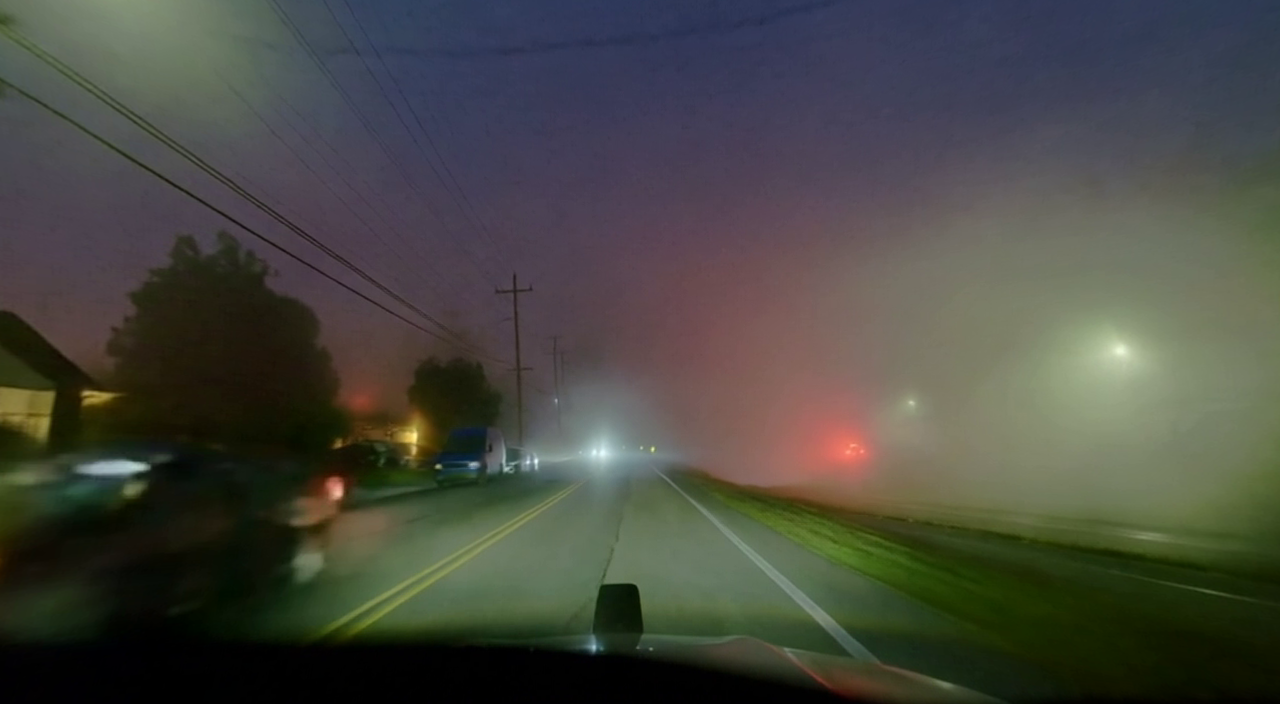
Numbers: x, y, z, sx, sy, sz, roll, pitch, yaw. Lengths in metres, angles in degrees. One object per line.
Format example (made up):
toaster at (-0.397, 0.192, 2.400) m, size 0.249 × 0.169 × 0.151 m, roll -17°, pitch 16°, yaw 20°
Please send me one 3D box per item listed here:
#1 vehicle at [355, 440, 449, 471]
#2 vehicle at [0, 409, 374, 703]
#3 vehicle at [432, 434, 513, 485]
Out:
vehicle at (-12.789, 5.590, 34.157) m, size 4.334 × 1.590 × 2.006 m, roll 2°, pitch -9°, yaw -8°
vehicle at (-3.808, 1.322, 4.883) m, size 1.796 × 1.516 × 3.871 m, roll 0°, pitch -9°, yaw 0°
vehicle at (-7.642, 4.963, 29.509) m, size 2.335 × 2.136 × 5.328 m, roll 0°, pitch -9°, yaw -1°
